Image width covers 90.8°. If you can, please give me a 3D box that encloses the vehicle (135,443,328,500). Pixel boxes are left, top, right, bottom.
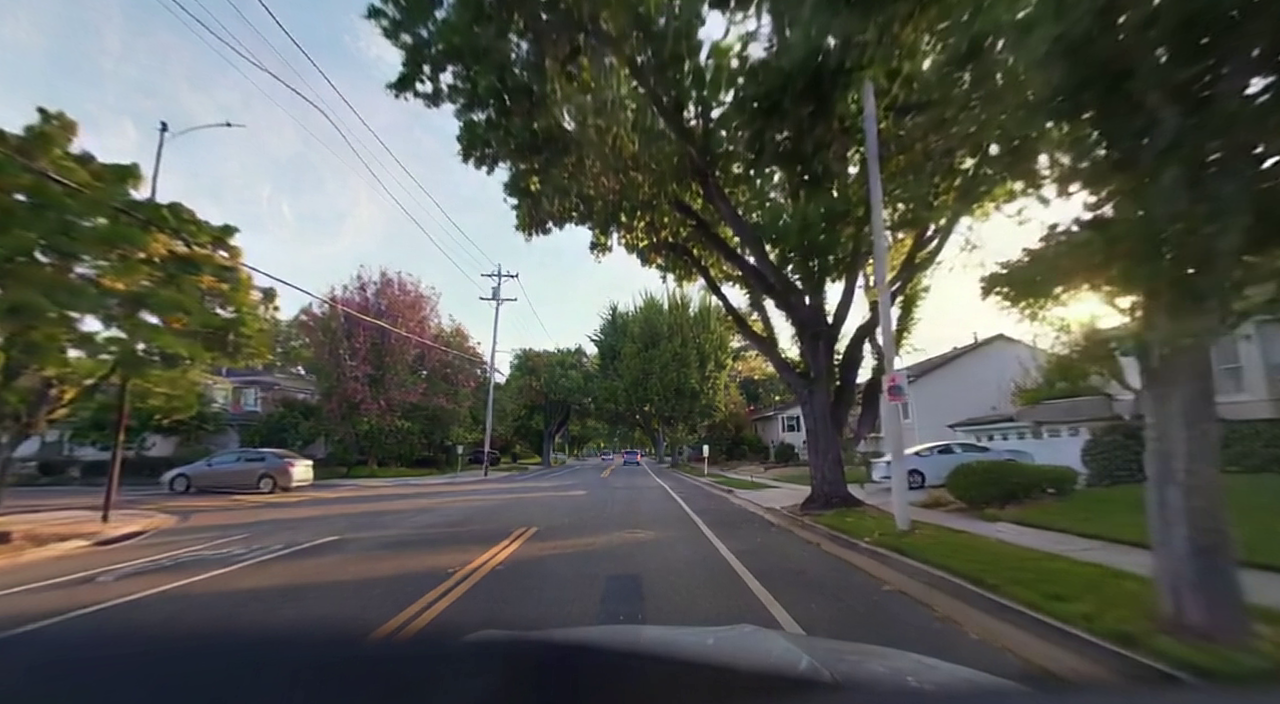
[{"bbox_3d":[-14.374,4.211,22.517,5.217,1.866,2.342,0,-9,1],"label":"vehicle"}]

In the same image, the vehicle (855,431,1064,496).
[{"bbox_3d":[9.021,3.187,18.308,4.953,1.704,1.952,-2,-9,11],"label":"vehicle"}]

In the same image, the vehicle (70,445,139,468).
[{"bbox_3d":[-35.077,6.887,41.470,1.533,1.417,3.342,0,-9,1],"label":"vehicle"}]
